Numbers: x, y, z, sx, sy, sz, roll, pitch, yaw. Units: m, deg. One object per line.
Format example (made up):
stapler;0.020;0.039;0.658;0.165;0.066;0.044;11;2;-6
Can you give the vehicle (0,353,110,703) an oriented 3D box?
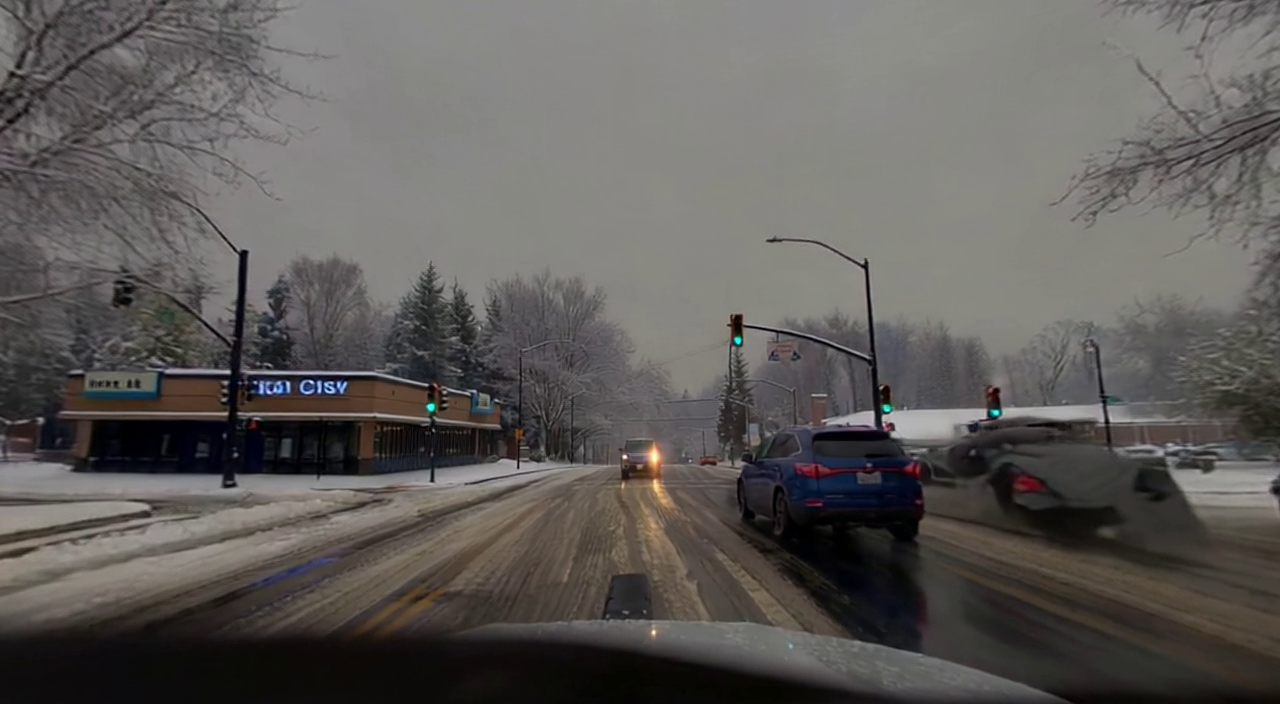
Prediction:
vehicle;-3.602;0.613;0.937;1.961;1.658;4.064;-1;-8;2

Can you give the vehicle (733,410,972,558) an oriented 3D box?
vehicle;2.877;1.914;9.914;2.048;1.725;4.754;0;-8;0

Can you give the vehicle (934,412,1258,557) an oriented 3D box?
vehicle;6.342;1.862;9.529;1.792;1.682;4.089;0;-8;0

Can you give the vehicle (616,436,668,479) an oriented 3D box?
vehicle;-0.001;5.262;31.779;2.390;1.948;5.344;0;-8;-2
